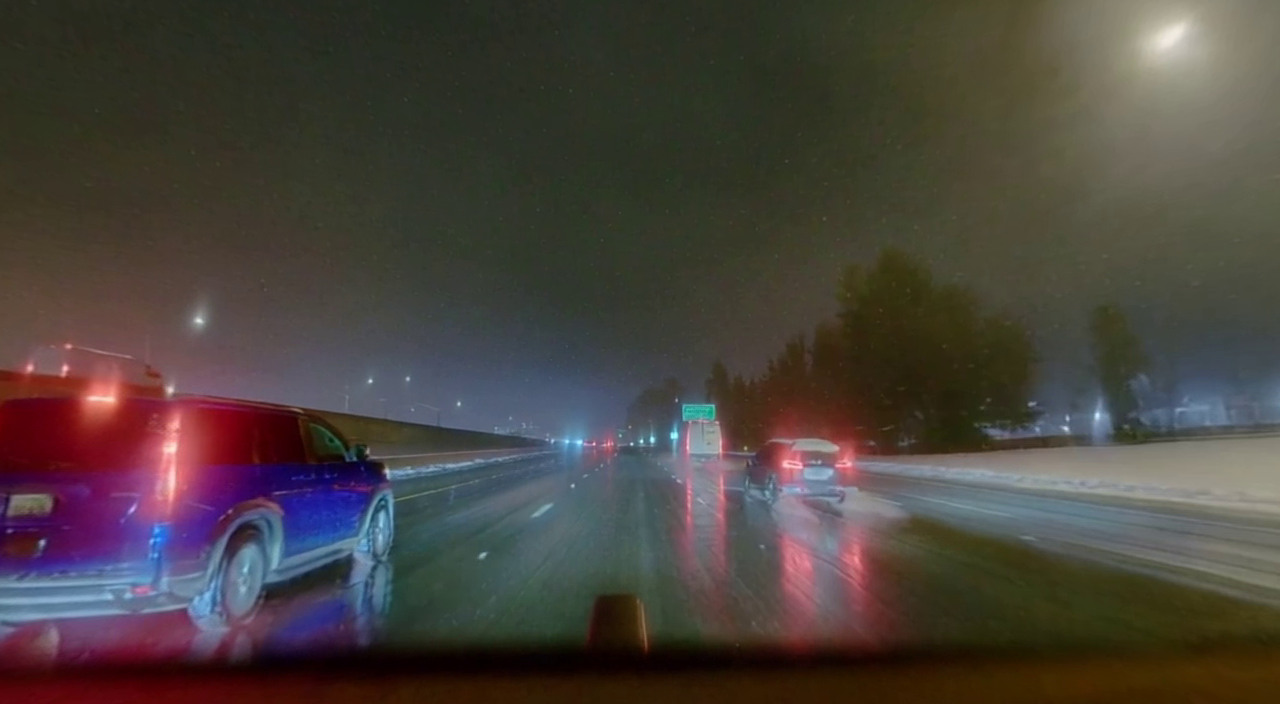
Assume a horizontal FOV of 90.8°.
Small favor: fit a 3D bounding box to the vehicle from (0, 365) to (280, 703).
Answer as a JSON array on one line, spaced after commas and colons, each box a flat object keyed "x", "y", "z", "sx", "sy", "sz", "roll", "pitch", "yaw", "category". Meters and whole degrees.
[{"x": -4.006, "y": 0.913, "z": 3.087, "sx": 2.000, "sy": 1.646, "sz": 4.201, "roll": 0, "pitch": -8, "yaw": 0, "category": "vehicle"}]

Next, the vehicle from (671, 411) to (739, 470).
[{"x": 3.192, "y": 4.591, "z": 32.721, "sx": 2.629, "sy": 2.718, "sz": 6.740, "roll": 0, "pitch": -8, "yaw": -1, "category": "vehicle"}]

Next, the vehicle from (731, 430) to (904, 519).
[{"x": 3.428, "y": 2.487, "z": 13.466, "sx": 2.108, "sy": 1.509, "sz": 5.059, "roll": 0, "pitch": -8, "yaw": -1, "category": "vehicle"}]
